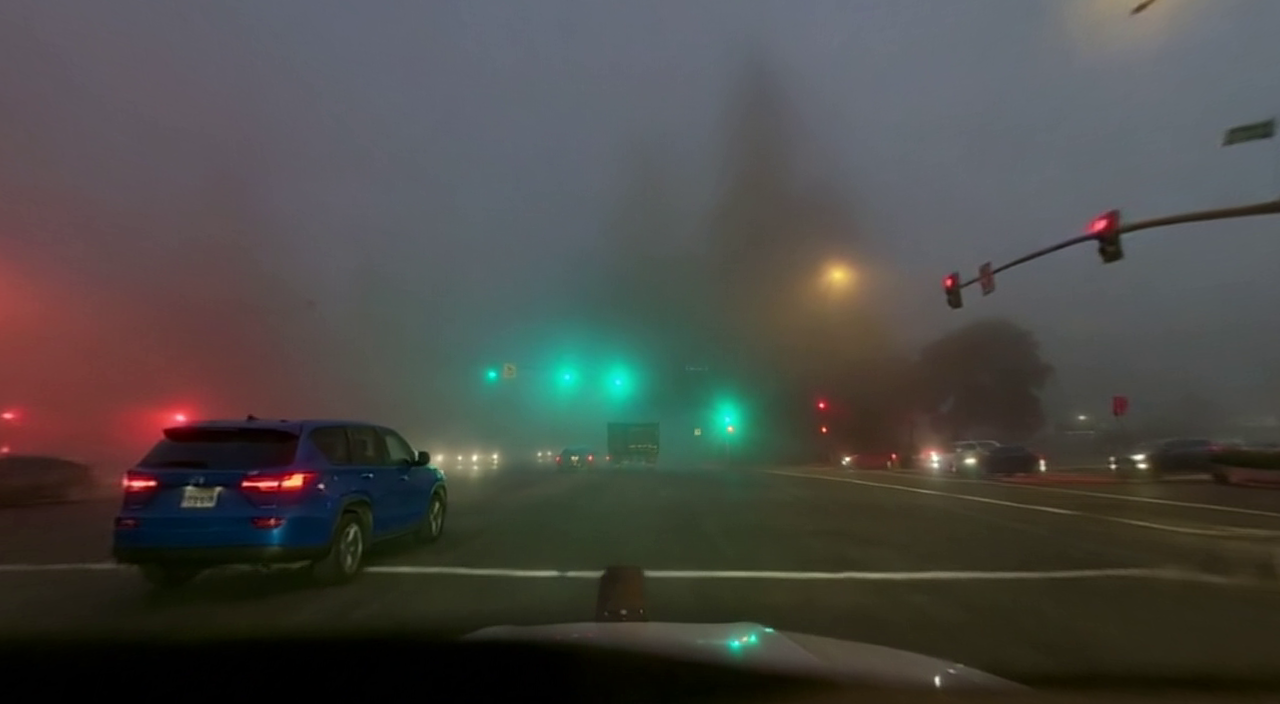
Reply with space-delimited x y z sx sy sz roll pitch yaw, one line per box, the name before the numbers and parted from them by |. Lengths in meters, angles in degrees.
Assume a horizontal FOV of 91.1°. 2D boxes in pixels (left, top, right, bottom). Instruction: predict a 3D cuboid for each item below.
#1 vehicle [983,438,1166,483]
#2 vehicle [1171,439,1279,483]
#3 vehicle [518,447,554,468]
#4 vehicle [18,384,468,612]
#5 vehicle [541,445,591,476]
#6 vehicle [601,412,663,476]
vehicle | 15.358 3.843 22.421 4.983 1.511 2.077 0 -9 -1
vehicle | 22.403 3.908 22.577 4.716 1.494 2.001 0 -9 0
vehicle | -7.572 7.736 46.118 1.933 1.477 4.119 0 -9 -1
vehicle | -3.883 1.539 7.597 2.178 1.826 4.933 0 -9 0
vehicle | -3.701 5.488 32.063 2.023 1.483 4.143 0 -9 0
vehicle | -0.366 4.935 33.721 2.993 3.051 6.692 0 -9 0
